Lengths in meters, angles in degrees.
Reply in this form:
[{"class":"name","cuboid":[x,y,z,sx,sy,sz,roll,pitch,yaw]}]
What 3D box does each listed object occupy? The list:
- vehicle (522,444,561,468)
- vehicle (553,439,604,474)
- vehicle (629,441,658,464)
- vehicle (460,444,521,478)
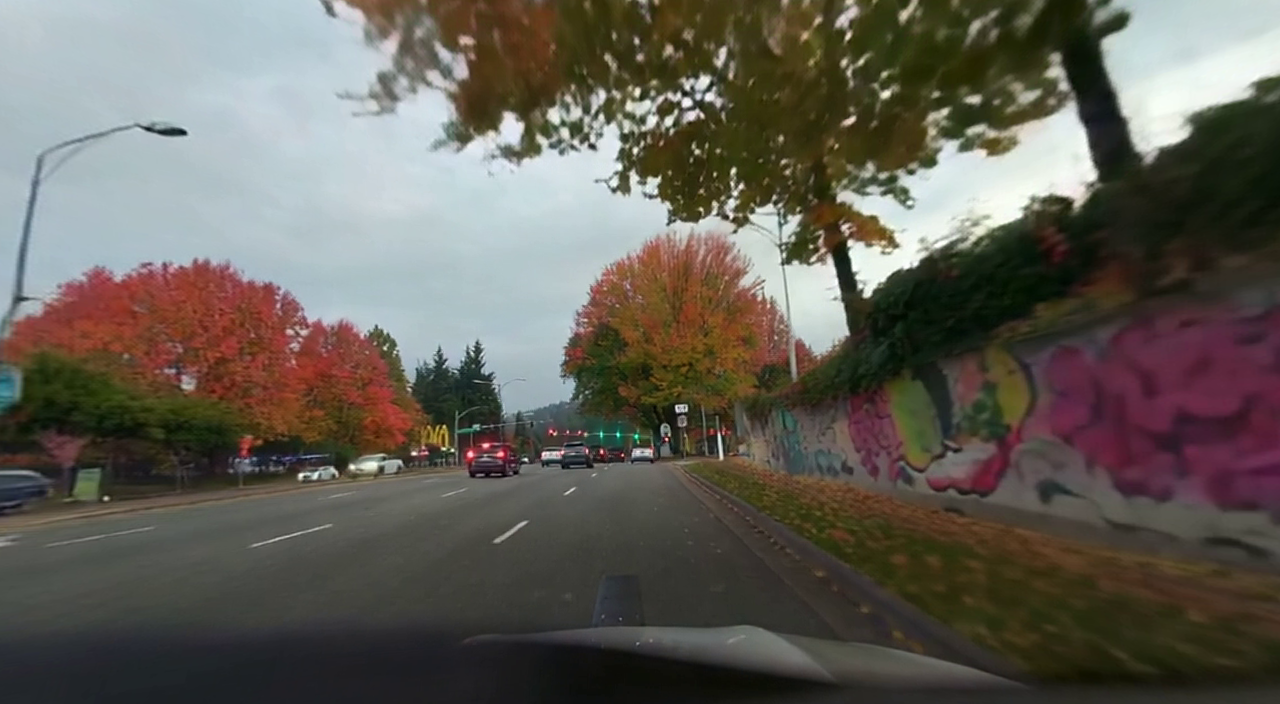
[{"class":"vehicle","cuboid":[-7.446,7.901,47.909,2.069,1.719,4.441,0,-9,2]},{"class":"vehicle","cuboid":[-3.158,5.499,33.338,2.165,1.663,4.513,0,-9,1]},{"class":"vehicle","cuboid":[0.236,7.821,48.973,2.144,1.704,4.028,1,-9,-1]},{"class":"vehicle","cuboid":[-7.480,5.479,31.930,1.932,1.596,4.247,0,-9,1]}]
